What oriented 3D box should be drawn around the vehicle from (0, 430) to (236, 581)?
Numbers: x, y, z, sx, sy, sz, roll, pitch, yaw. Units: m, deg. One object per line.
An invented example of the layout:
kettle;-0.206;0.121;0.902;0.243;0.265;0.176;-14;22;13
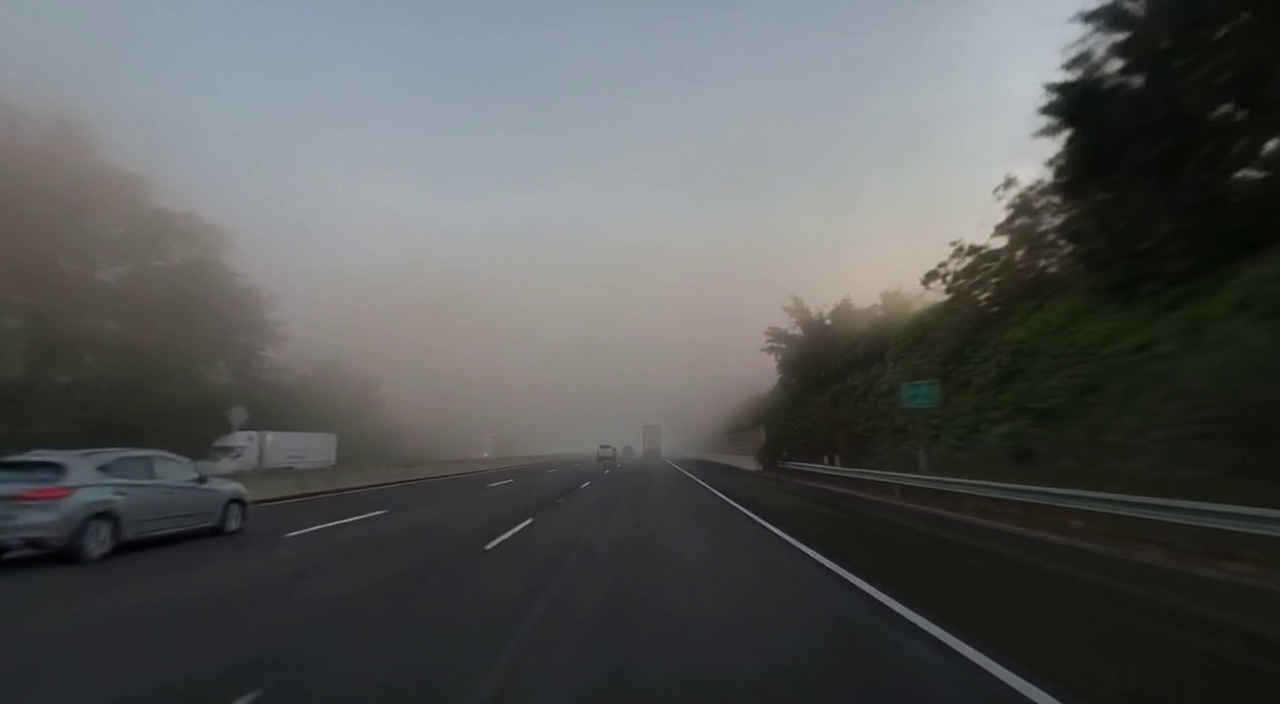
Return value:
vehicle;-7.482;1.765;7.703;2.031;1.521;4.503;0;-9;1
